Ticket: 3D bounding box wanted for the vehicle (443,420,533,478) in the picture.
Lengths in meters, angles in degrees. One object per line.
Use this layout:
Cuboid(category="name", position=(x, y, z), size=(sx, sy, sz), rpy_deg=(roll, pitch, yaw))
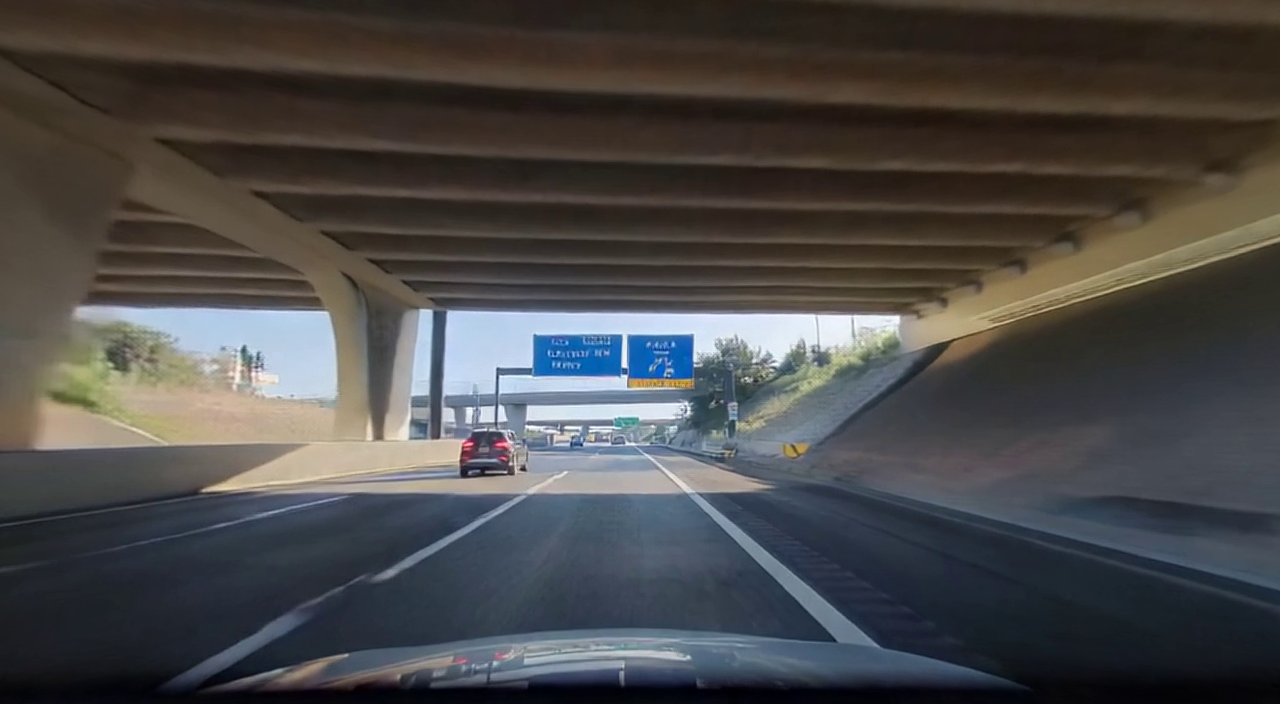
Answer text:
Cuboid(category="vehicle", position=(-4.898, 3.170, 20.887), size=(2.007, 1.727, 4.040), rpy_deg=(0, -8, 0))
